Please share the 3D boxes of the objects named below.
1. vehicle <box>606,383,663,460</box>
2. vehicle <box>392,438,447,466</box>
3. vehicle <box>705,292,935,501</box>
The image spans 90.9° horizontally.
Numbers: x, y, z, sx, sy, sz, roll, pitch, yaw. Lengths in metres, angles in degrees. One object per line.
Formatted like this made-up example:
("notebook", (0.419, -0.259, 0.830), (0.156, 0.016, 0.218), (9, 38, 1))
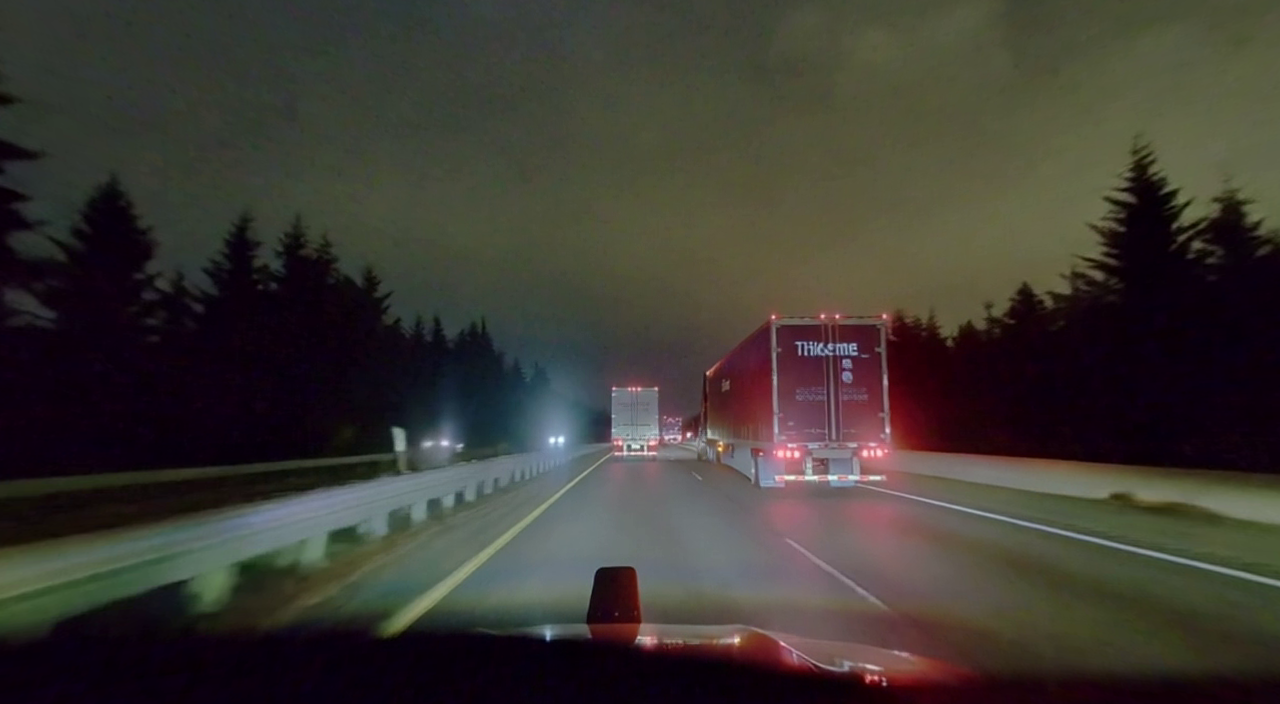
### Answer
("vehicle", (-0.334, 4.266, 37.598), (2.958, 3.917, 10.196), (0, -8, -1))
("vehicle", (-12.709, 5.765, 36.537), (1.803, 1.483, 3.963), (0, -8, 0))
("vehicle", (4.266, 1.818, 19.690), (2.856, 4.145, 14.500), (0, -8, 0))
